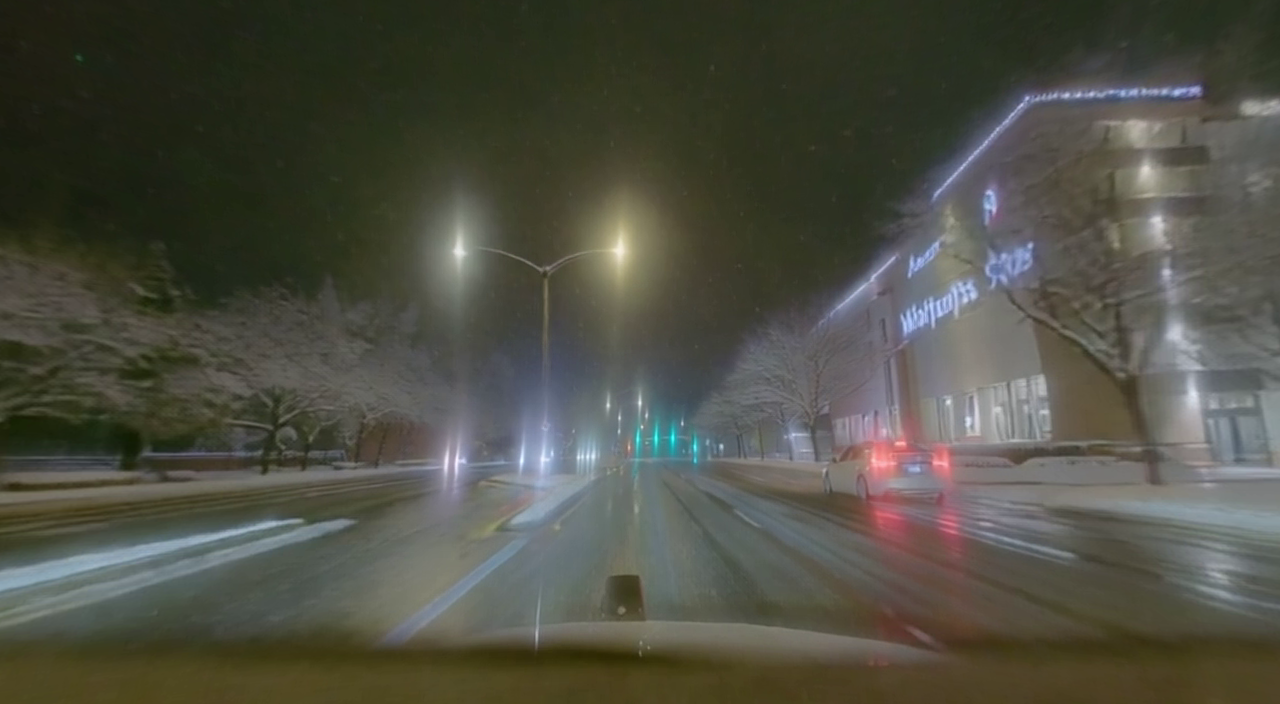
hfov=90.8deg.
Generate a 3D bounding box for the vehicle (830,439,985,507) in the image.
[{"bbox_3d":[6.726,3.069,16.570,1.913,1.504,4.738,0,-9,-1],"label":"vehicle"}]
